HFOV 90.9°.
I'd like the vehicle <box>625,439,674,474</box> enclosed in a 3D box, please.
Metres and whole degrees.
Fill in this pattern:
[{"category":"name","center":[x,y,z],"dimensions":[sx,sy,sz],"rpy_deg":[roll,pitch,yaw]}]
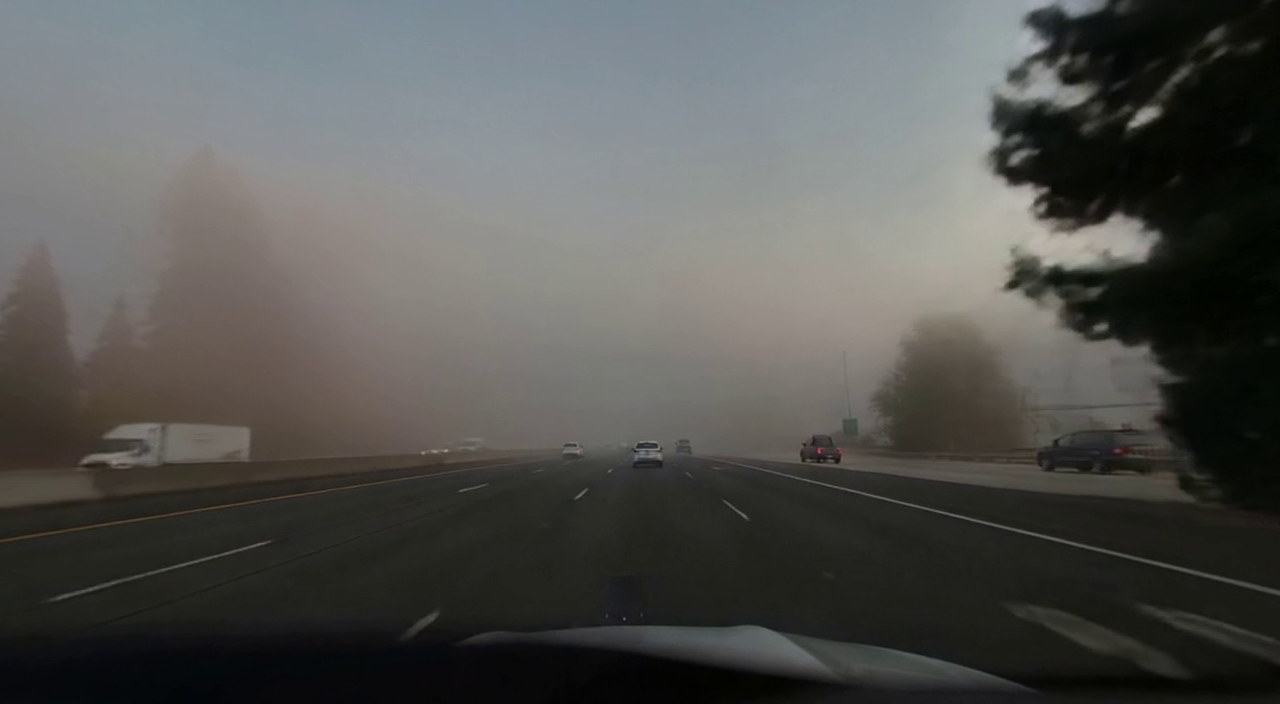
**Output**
[{"category":"vehicle","center":[0.411,4.846,29.499],"dimensions":[2.112,1.482,4.082],"rpy_deg":[0,-8,0]}]

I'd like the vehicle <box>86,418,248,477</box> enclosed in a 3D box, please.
[{"category":"vehicle","center":[-32.690,6.697,44.542],"dimensions":[2.970,3.609,10.813],"rpy_deg":[0,-8,1]}]

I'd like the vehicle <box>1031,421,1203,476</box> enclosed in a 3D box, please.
[{"category":"vehicle","center":[19.056,3.914,25.716],"dimensions":[2.304,1.951,5.719],"rpy_deg":[0,-8,-3]}]

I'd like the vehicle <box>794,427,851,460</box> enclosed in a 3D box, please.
[{"category":"vehicle","center":[14.132,7.160,49.296],"dimensions":[2.336,2.415,6.056],"rpy_deg":[0,-8,-4]}]
